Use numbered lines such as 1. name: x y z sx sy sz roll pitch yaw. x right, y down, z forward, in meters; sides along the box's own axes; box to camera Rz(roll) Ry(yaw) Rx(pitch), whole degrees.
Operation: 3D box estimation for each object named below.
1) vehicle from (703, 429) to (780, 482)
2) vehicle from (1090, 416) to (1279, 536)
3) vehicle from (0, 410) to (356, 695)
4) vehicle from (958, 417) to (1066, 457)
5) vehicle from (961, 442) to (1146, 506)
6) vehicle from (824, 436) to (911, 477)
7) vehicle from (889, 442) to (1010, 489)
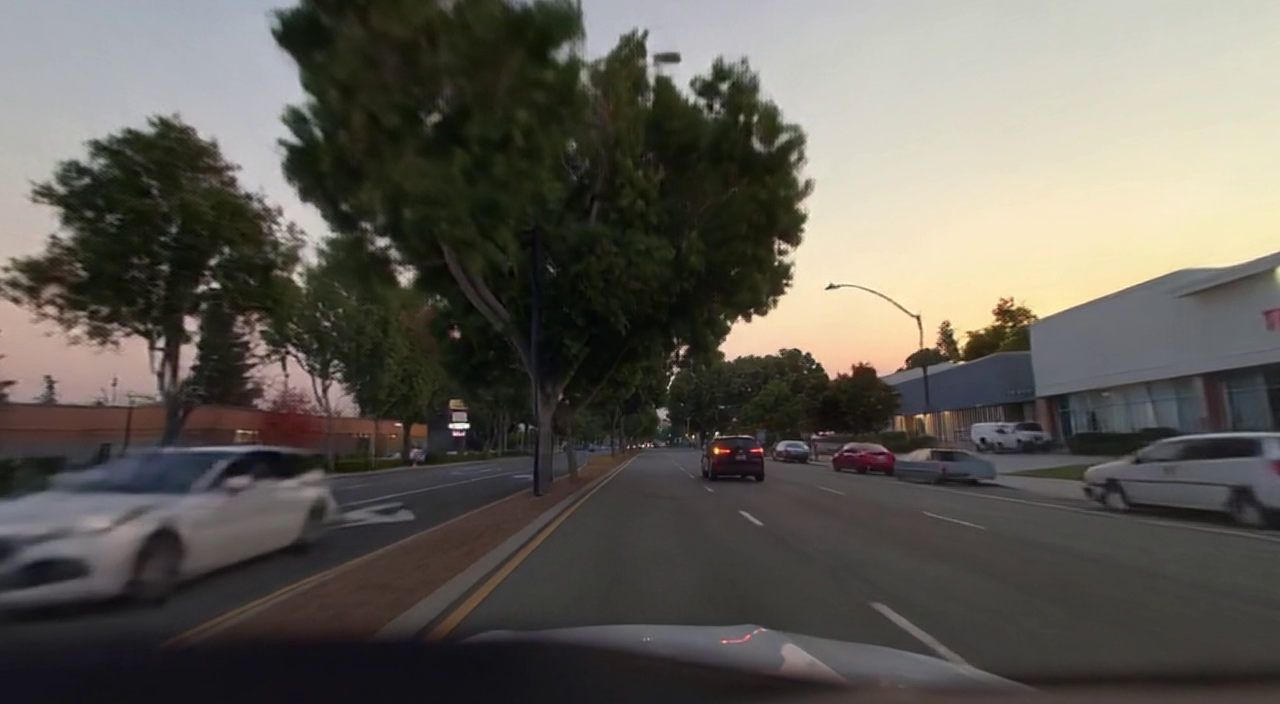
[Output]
1. vehicle: 3.825 4.009 24.579 2.183 1.845 4.482 0 -9 -1
2. vehicle: 10.502 2.049 10.721 1.989 1.768 4.977 0 -9 0
3. vehicle: -4.439 1.368 5.437 2.031 1.478 4.434 0 -9 -2
4. vehicle: 19.767 4.622 33.905 2.175 1.965 5.909 0 -9 0
5. vehicle: 10.632 3.131 16.711 1.853 1.458 4.480 0 -9 0
6. vehicle: 10.799 4.995 30.359 2.247 1.799 5.025 0 -9 -1
7. vehicle: 10.842 3.994 22.540 1.893 1.467 4.760 0 -9 0
